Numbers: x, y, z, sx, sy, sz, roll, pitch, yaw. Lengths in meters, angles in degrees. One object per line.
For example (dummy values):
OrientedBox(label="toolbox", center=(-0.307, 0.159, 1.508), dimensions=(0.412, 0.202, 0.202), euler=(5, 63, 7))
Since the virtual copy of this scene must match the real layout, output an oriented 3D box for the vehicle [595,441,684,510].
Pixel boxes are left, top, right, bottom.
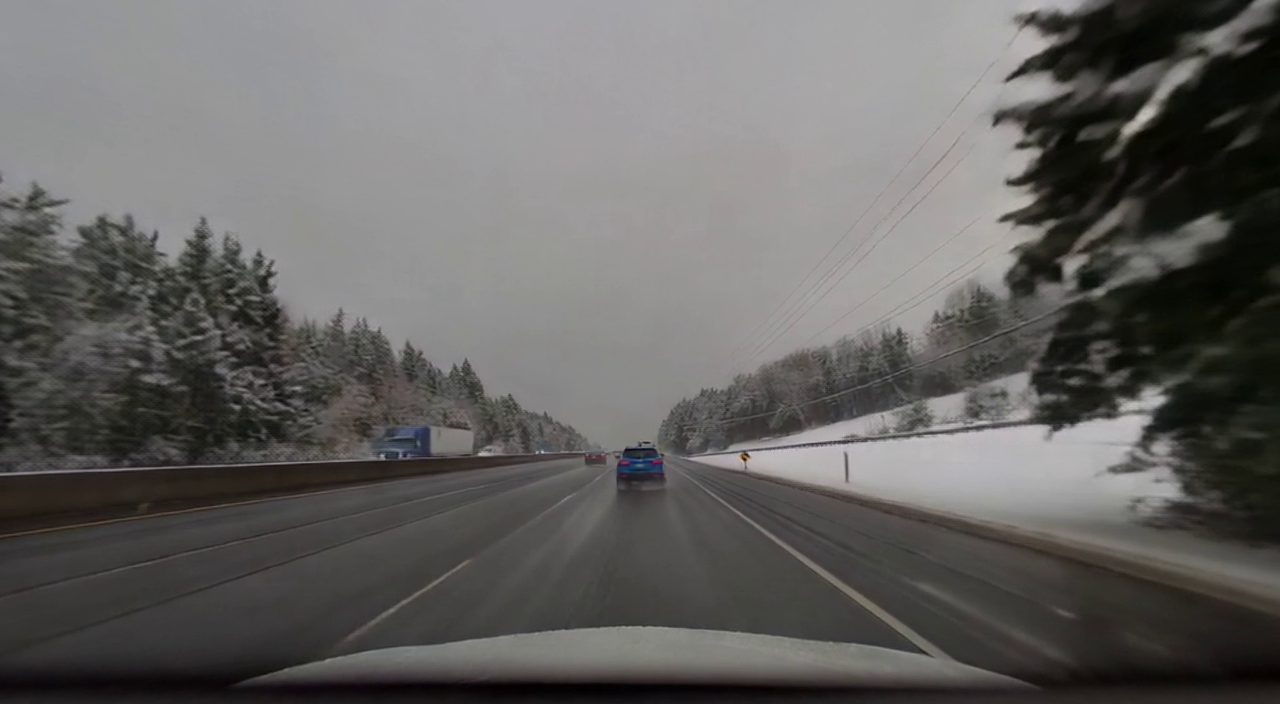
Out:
OrientedBox(label="vehicle", center=(-0.032, 3.053, 16.071), dimensions=(1.966, 1.499, 4.298), euler=(0, -9, -1))
